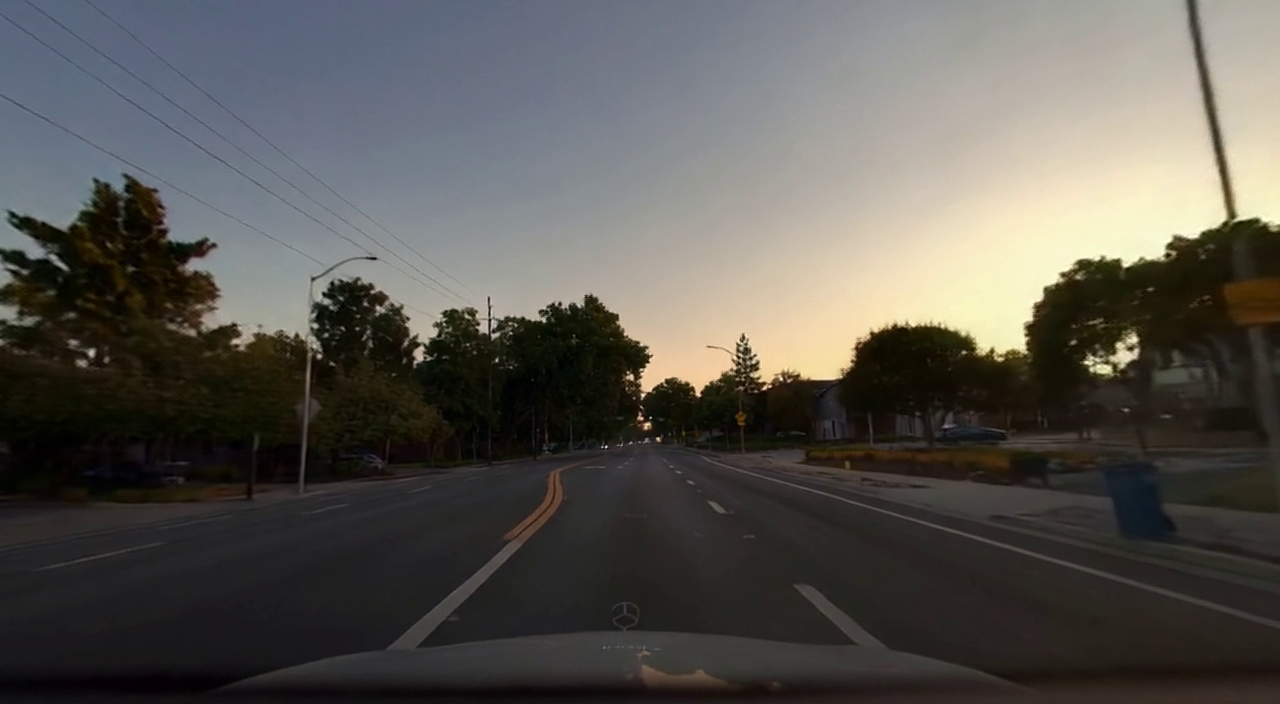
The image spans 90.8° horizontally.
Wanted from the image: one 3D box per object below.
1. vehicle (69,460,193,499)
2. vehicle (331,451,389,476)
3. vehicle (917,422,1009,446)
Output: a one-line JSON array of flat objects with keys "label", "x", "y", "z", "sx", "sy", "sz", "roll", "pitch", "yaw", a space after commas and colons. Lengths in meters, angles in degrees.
[{"label": "vehicle", "x": -23.682, "y": 5.915, "z": 29.646, "sx": 2.067, "sy": 1.644, "sz": 4.216, "roll": 0, "pitch": -9, "yaw": 4}, {"label": "vehicle", "x": -21.343, "y": 8.505, "z": 48.381, "sx": 2.030, "sy": 1.759, "sz": 4.949, "roll": -1, "pitch": -8, "yaw": 2}, {"label": "vehicle", "x": 19.777, "y": 5.039, "z": 38.809, "sx": 4.621, "sy": 1.393, "sz": 1.824, "roll": -1, "pitch": -9, "yaw": 3}]
